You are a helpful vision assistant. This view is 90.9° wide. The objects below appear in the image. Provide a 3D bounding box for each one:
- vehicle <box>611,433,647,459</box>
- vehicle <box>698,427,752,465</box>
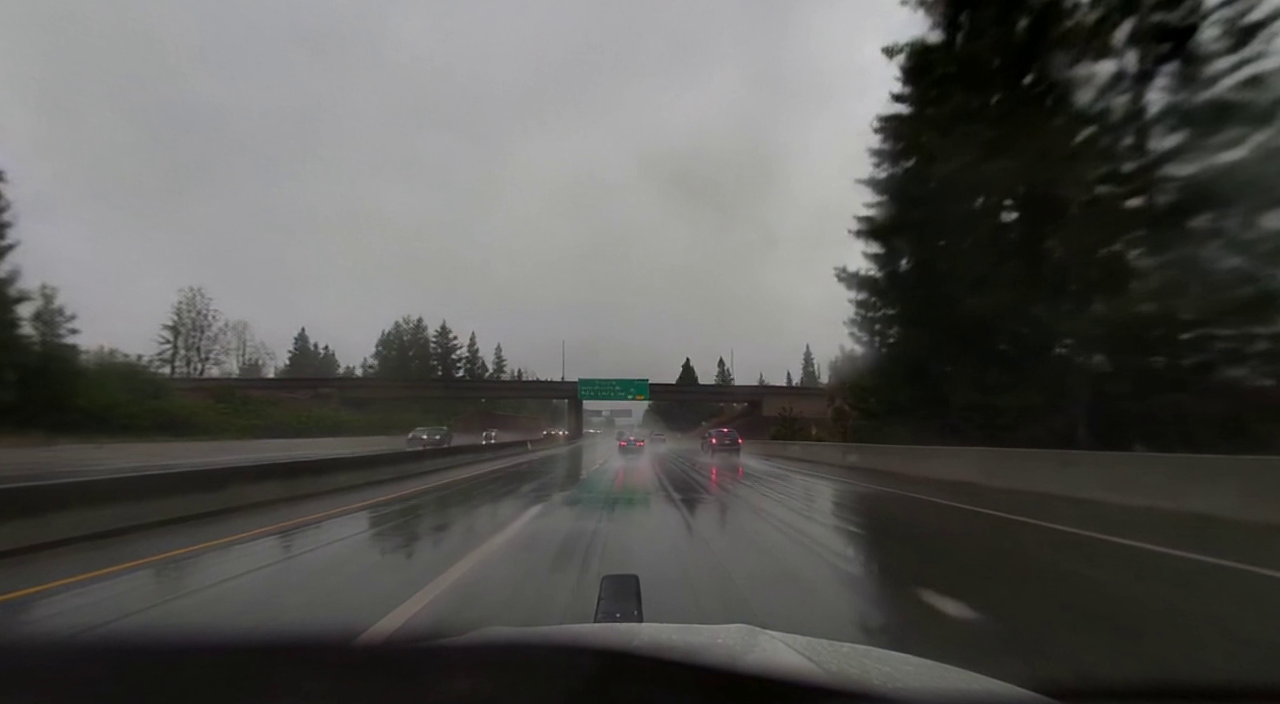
[{"bbox_3d":[-0.667,5.459,36.694,1.987,1.440,3.565,0,-8,-2],"label":"vehicle"},{"bbox_3d":[3.876,4.344,29.321,1.892,1.600,3.782,0,-8,-2],"label":"vehicle"}]
